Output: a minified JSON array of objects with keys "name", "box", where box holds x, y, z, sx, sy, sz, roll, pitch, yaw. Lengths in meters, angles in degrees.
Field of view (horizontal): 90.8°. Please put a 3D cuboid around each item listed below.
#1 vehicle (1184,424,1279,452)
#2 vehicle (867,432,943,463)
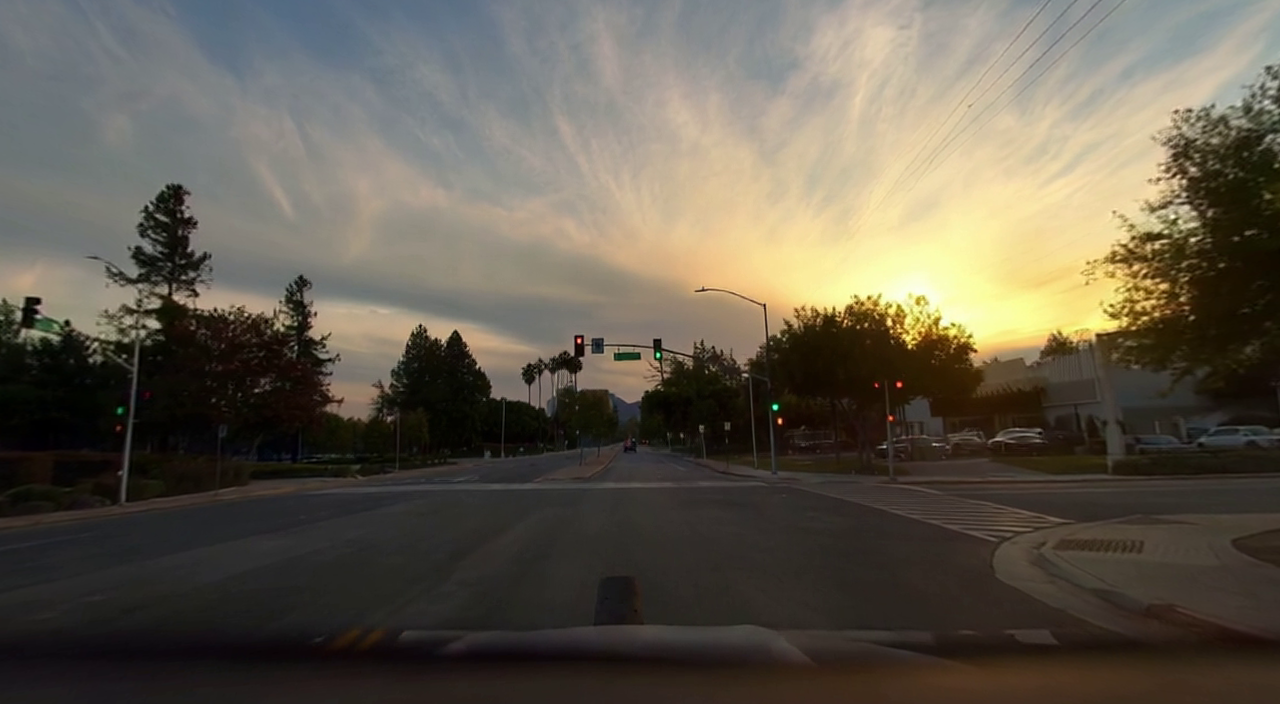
[{"name":"vehicle","box":[34.106,4.975,36.303,1.832,1.521,4.266,0,-9,0]},{"name":"vehicle","box":[14.966,5.466,35.951,1.959,1.471,4.570,-4,-9,-5]}]
